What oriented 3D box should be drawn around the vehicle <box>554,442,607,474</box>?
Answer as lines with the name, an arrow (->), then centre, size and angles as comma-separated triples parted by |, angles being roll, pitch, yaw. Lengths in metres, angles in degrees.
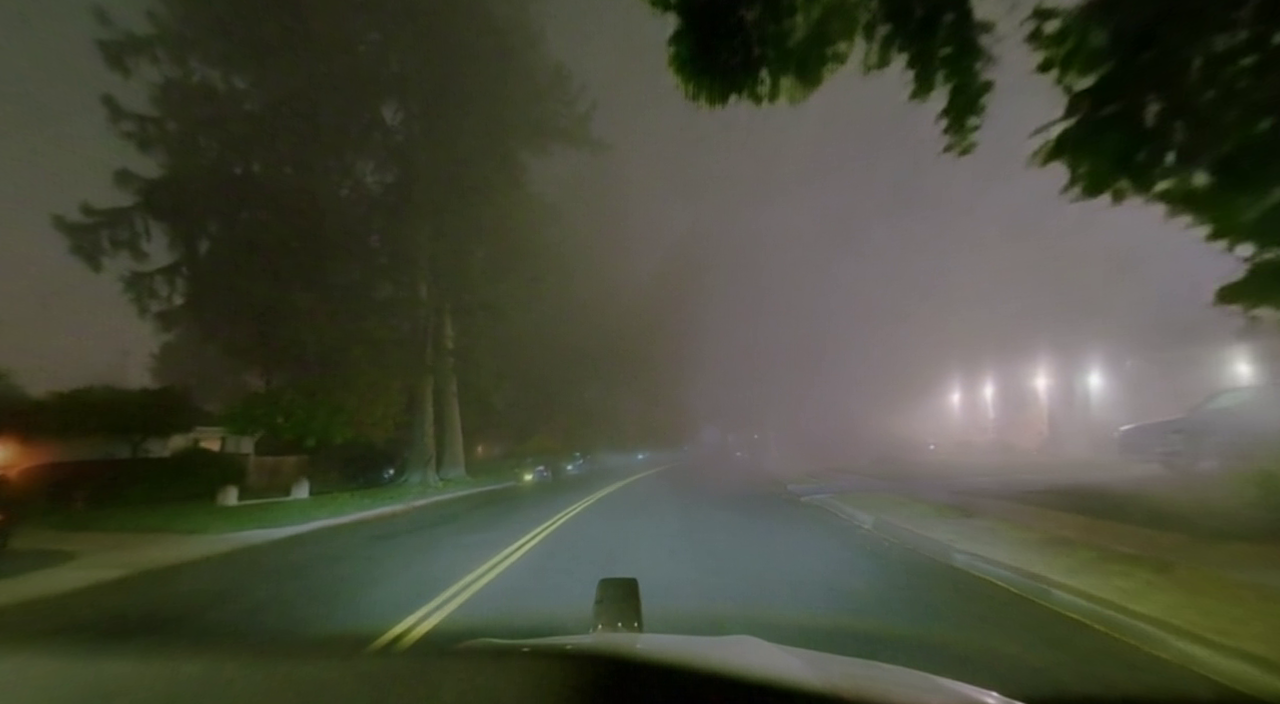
vehicle -> -3.307, 6.050, 35.749 | 1.972, 1.536, 4.347 | -2, -13, 8

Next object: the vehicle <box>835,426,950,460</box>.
vehicle -> 12.237, 4.437, 30.839 | 4.744, 1.507, 1.953 | -1, -8, 4

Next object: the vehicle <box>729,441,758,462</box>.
vehicle -> 8.065, 7.710, 48.943 | 1.972, 1.460, 4.137 | -2, -8, 11

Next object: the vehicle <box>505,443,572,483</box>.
vehicle -> -4.473, 5.092, 28.579 | 1.886, 1.494, 4.149 | -2, -13, 7
